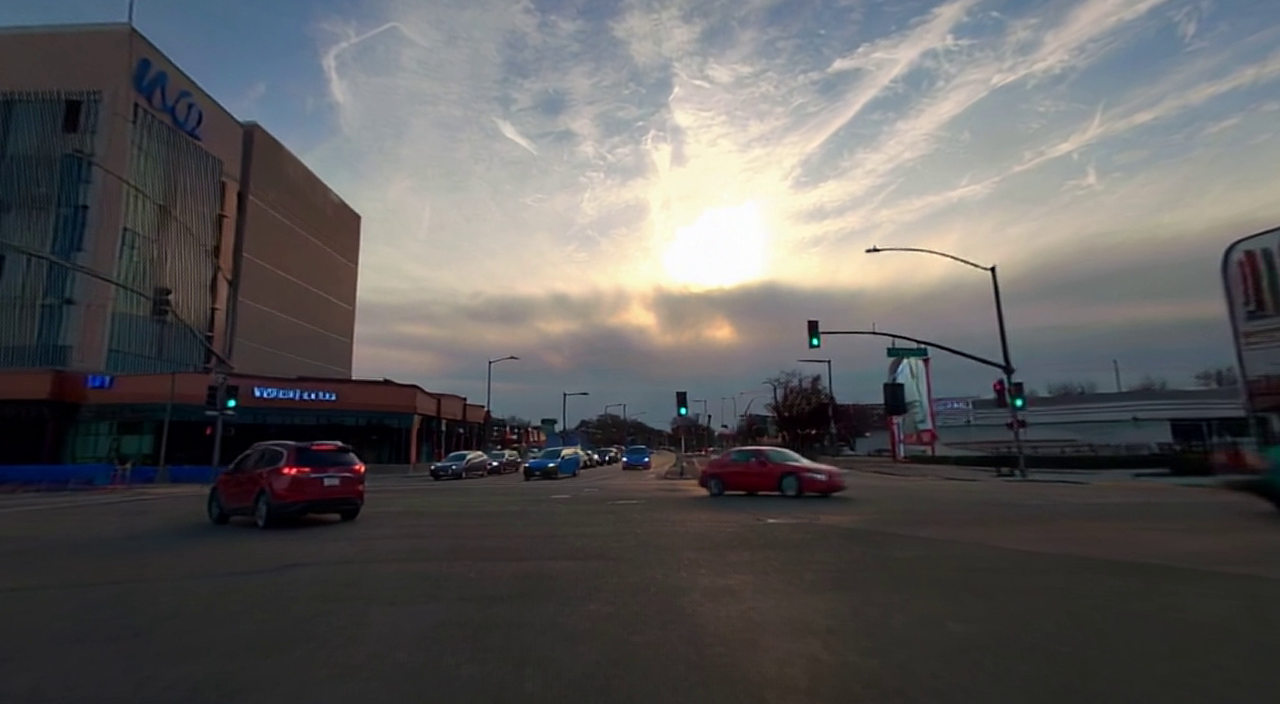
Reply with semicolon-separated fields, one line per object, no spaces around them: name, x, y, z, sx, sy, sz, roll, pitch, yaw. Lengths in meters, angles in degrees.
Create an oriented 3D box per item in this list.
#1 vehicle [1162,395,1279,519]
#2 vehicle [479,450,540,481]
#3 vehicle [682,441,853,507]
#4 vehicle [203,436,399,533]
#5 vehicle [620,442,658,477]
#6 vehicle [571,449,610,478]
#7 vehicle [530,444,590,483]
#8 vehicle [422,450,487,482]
vehicle;14.039;1.932;11.743;5.960;2.200;2.708;-4;-9;22
vehicle;-6.933;6.092;34.053;2.163;1.529;4.210;-1;-9;3
vehicle;3.460;3.414;18.225;2.142;1.607;4.733;5;-10;-31
vehicle;-7.593;2.802;14.003;4.445;1.762;2.238;-8;-11;40
vehicle;0.014;6.451;38.252;2.160;1.948;4.784;0;-9;2
vehicle;-3.032;6.945;39.643;1.975;1.690;4.094;0;-9;2
vehicle;-3.891;5.498;31.495;2.162;1.788;4.603;-1;-9;3
vehicle;-10.148;6.239;34.921;2.005;1.596;4.342;-1;-9;4
